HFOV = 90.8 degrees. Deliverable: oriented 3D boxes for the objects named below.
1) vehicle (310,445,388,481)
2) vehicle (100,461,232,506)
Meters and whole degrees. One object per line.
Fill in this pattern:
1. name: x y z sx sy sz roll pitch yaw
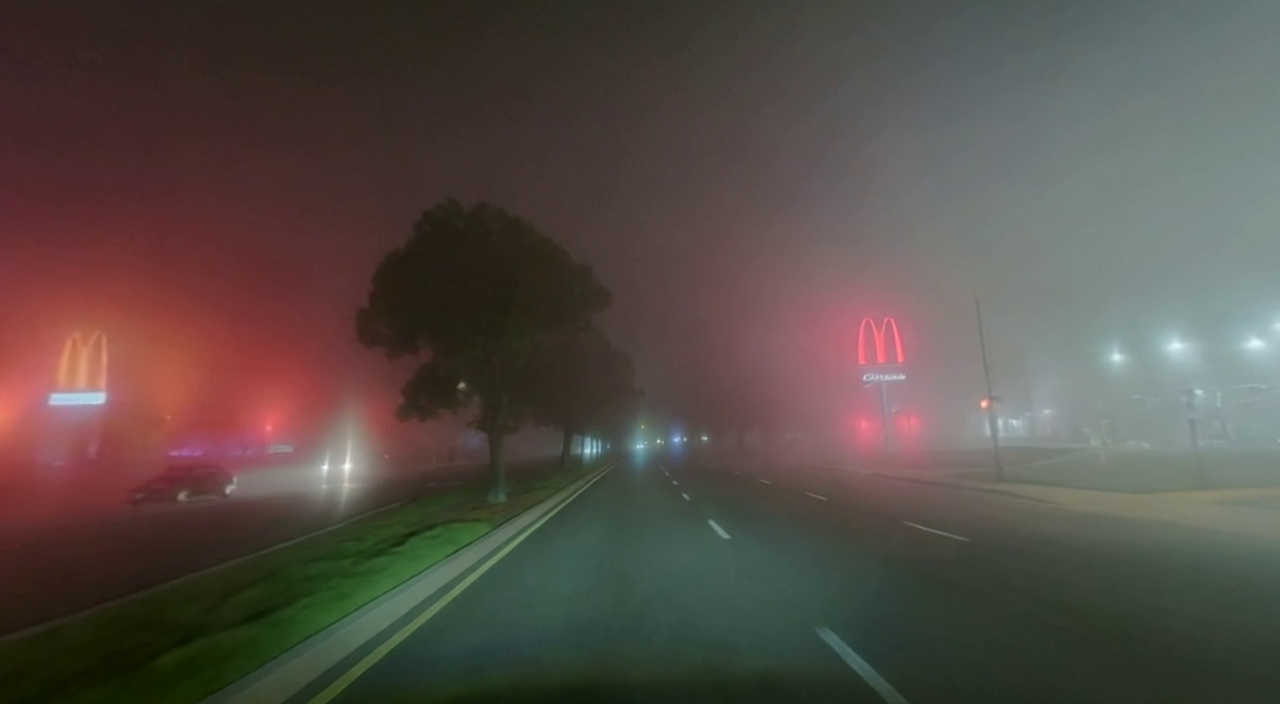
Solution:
1. vehicle: -19.523 7.448 42.824 2.648 2.106 6.148 -2 -8 -3
2. vehicle: -19.265 5.334 26.002 2.012 1.471 4.613 -2 -8 -2
